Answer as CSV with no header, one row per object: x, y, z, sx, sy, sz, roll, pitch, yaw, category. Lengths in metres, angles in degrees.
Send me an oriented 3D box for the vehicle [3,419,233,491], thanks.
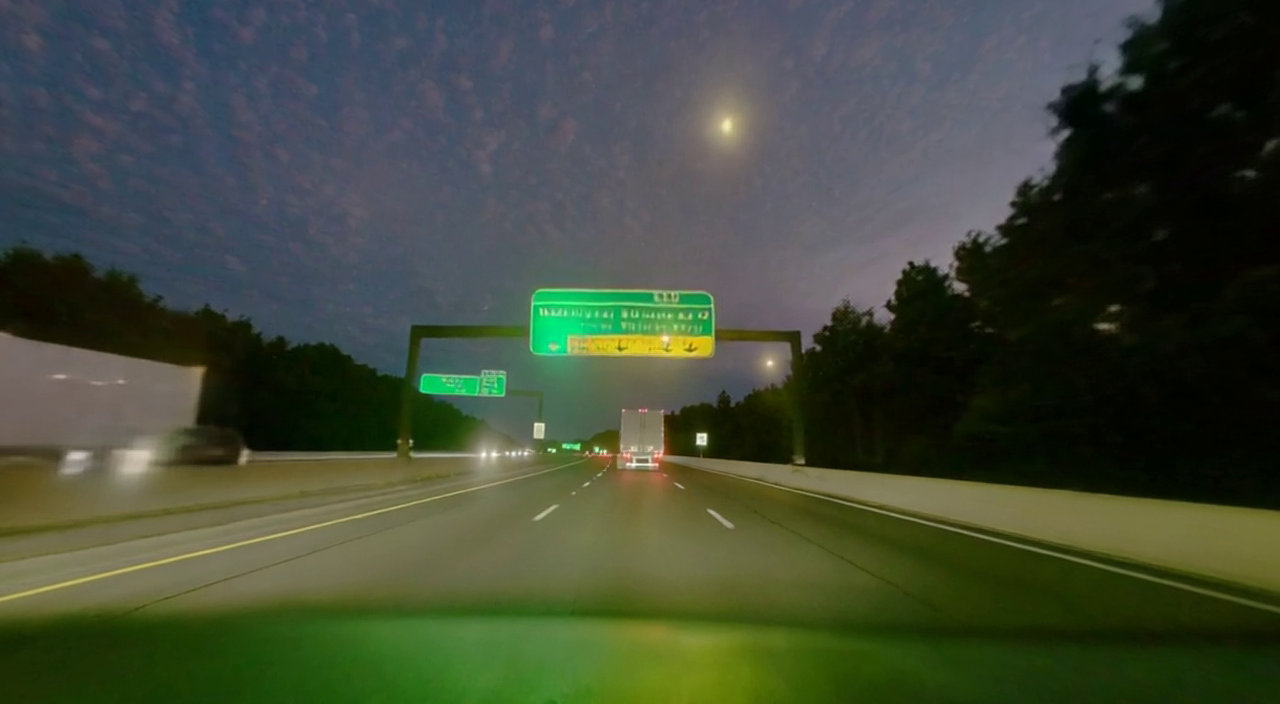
-13.034,2.631,16.244,1.901,1.560,4.655,0,-9,0,vehicle

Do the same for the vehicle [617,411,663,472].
-0.184,6.703,46.547,2.962,3.953,10.696,0,-9,-2,vehicle

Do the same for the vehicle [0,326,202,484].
-17.290,1.296,15.532,2.928,3.855,14.329,0,-9,-1,vehicle
